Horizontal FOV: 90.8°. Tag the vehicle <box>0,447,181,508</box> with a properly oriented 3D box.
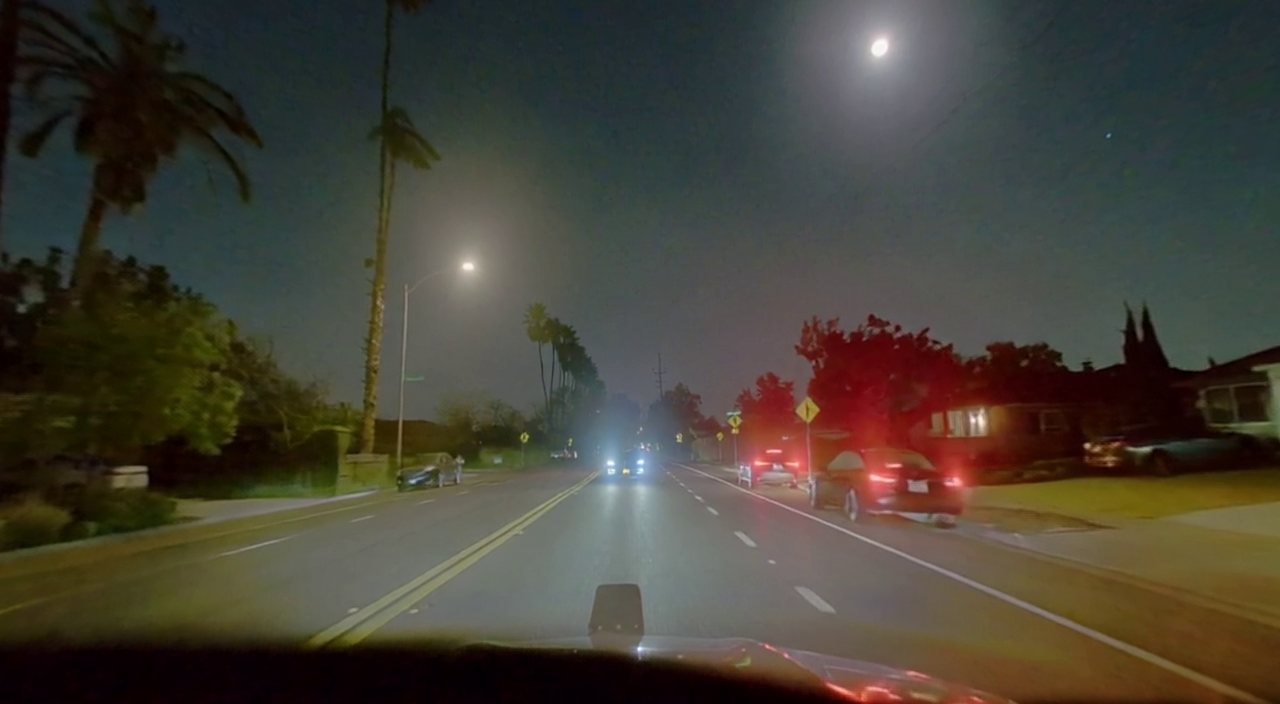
[{"bbox_3d":[-15.762,3.358,17.211,4.654,1.490,2.381,0,-9,2],"label":"vehicle"}]

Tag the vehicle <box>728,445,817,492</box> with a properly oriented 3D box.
[{"bbox_3d":[4.652,4.191,23.087,2.013,1.501,5.235,0,-9,-1],"label":"vehicle"}]

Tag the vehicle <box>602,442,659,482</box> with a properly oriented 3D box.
[{"bbox_3d":[-0.402,4.417,25.579,2.098,1.483,4.099,0,-9,-1],"label":"vehicle"}]

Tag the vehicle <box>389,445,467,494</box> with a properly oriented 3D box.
[{"bbox_3d":[-8.859,4.898,26.770,1.945,1.666,4.107,-3,-6,-1],"label":"vehicle"}]

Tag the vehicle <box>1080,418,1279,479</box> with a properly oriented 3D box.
[{"bbox_3d":[14.256,2.495,16.389,4.225,1.480,1.887,0,-9,-1],"label":"vehicle"}]

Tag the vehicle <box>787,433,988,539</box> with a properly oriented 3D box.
[{"bbox_3d":[4.539,2.533,12.723,2.017,1.646,5.389,0,-9,2],"label":"vehicle"}]
